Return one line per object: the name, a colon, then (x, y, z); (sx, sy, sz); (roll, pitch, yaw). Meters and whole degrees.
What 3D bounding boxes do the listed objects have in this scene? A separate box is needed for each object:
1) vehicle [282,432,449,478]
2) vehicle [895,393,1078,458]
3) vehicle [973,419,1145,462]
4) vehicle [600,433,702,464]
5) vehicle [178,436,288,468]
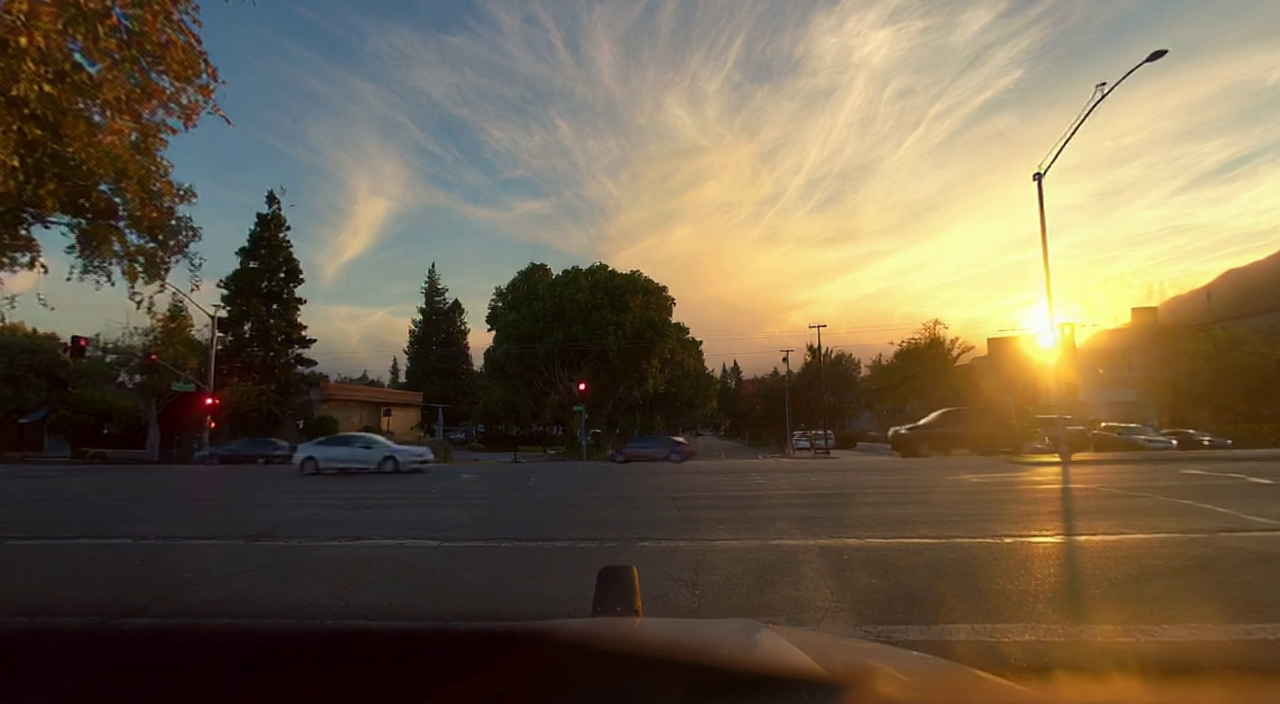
vehicle: (-9.296, 3.505, 21.579); (4.836, 1.445, 2.057); (-2, -9, 10)
vehicle: (17.965, 3.942, 33.327); (7.790, 3.197, 2.653); (-2, -9, 10)
vehicle: (15.020, 3.221, 22.946); (4.749, 1.461, 1.892); (-1, -9, 9)
vehicle: (0.589, 4.859, 31.800); (4.860, 1.441, 1.934); (-2, -9, 12)
vehicle: (-21.546, 5.308, 33.545); (4.677, 1.593, 2.029); (-2, -9, 10)
